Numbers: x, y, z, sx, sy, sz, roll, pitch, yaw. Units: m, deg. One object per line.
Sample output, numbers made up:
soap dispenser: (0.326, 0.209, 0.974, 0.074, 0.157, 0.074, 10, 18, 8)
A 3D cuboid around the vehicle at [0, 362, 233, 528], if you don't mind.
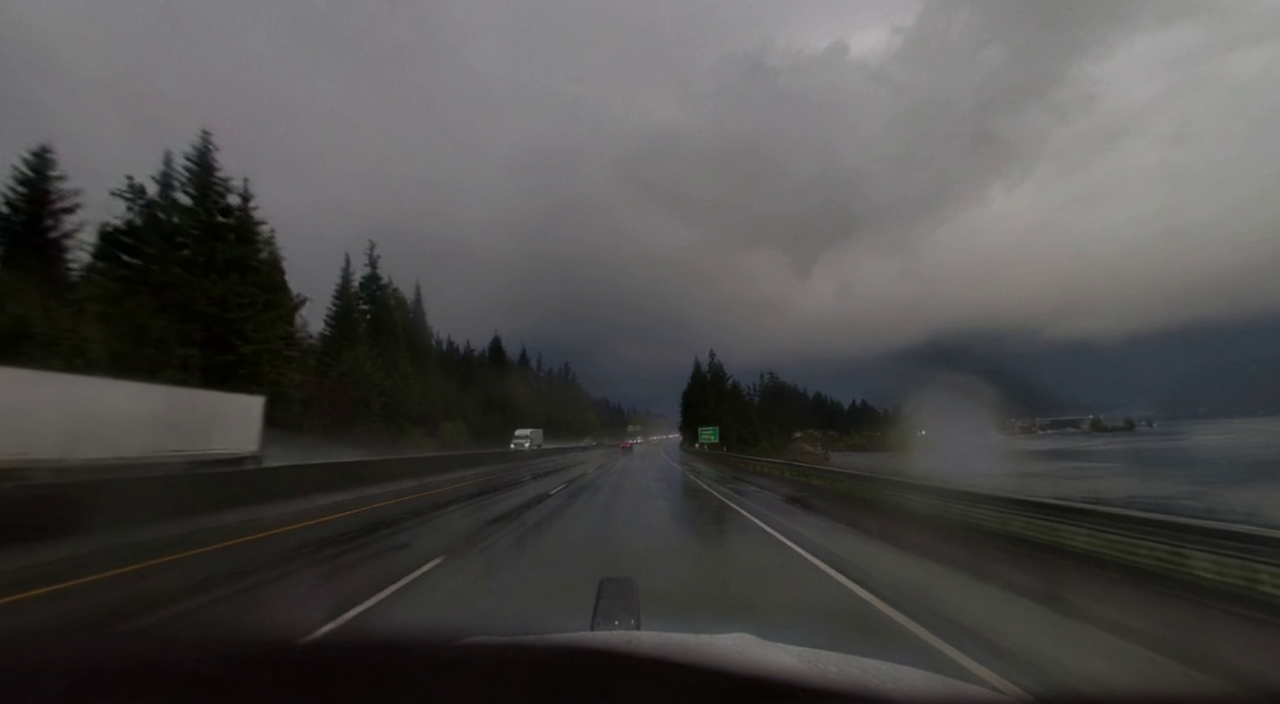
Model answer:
vehicle: (-17.030, 2.471, 16.714, 2.931, 4.017, 14.287, 0, -8, 0)
